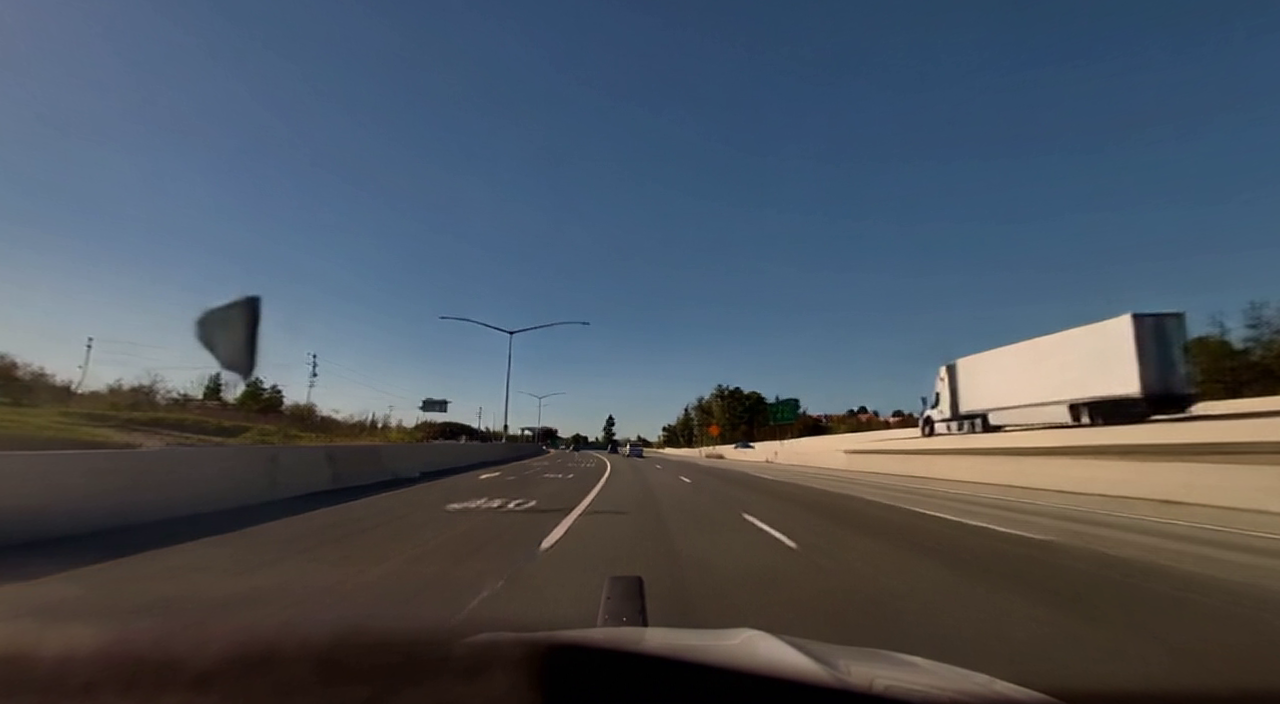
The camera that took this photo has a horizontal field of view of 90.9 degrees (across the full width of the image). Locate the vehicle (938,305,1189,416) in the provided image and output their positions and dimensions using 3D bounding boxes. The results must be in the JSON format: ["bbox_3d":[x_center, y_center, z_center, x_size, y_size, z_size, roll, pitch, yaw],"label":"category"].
[{"bbox_3d":[24.169,1.120,37.995,2.893,4.671,14.157,4,-9,-13],"label":"vehicle"}]
